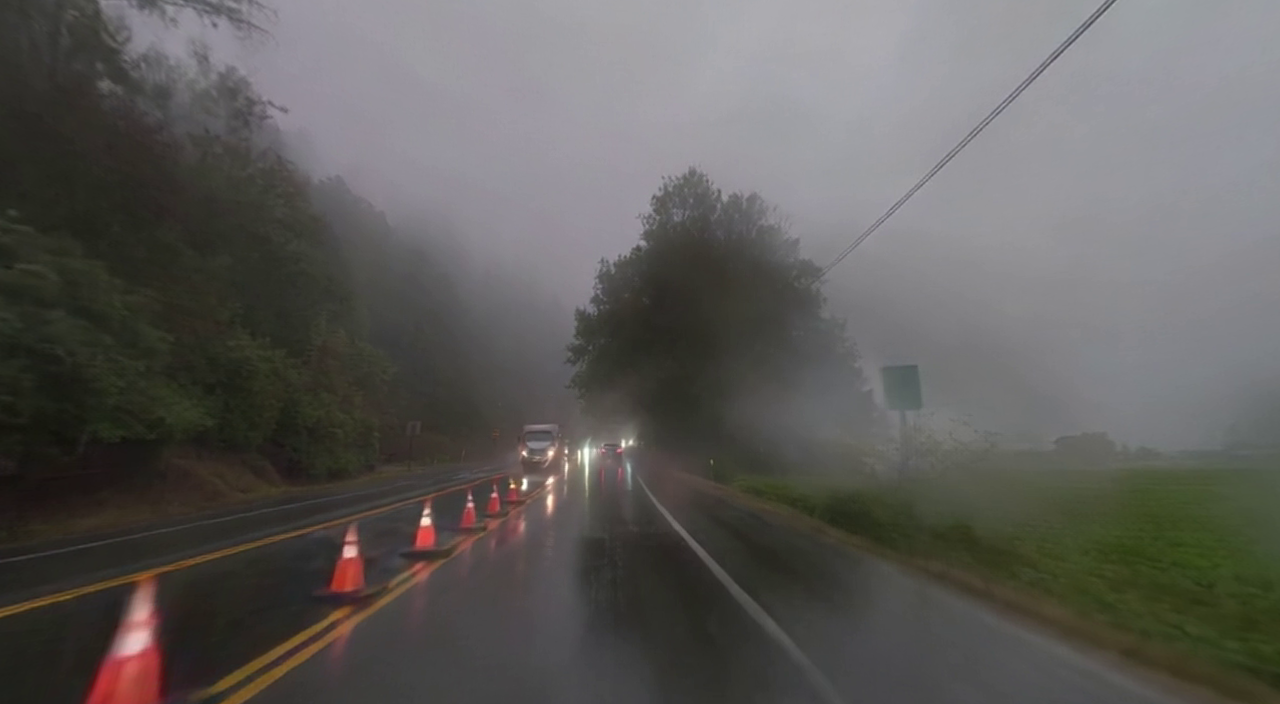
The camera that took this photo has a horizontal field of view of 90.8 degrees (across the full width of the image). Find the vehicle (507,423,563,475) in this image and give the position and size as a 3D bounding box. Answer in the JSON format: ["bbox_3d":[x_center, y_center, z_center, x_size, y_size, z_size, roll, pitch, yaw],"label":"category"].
[{"bbox_3d":[-5.329,5.016,32.690,2.380,2.488,4.028,0,-8,-3],"label":"vehicle"}]
